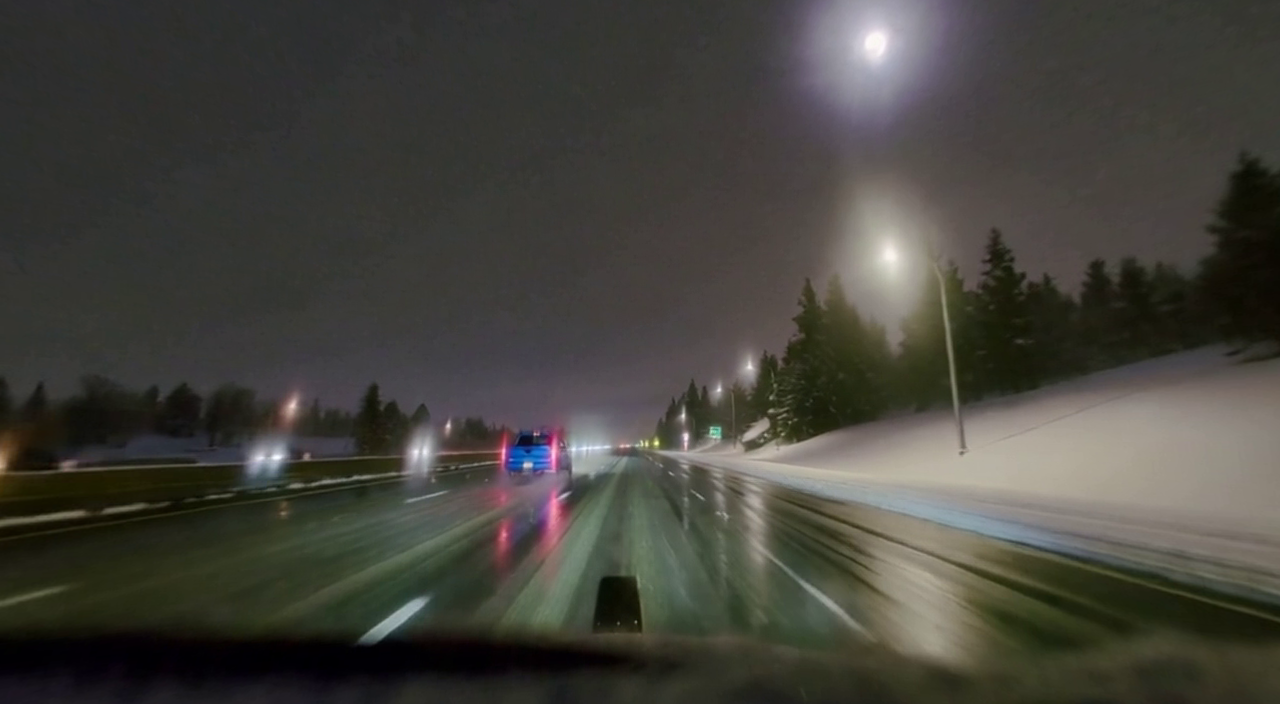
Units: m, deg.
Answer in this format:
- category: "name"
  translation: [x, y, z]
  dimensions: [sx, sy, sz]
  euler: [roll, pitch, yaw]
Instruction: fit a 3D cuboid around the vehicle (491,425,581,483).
- category: "vehicle"
  translation: [-3.960, 4.053, 25.396]
  dimensions: [2.529, 2.003, 5.904]
  euler: [0, -8, 1]
